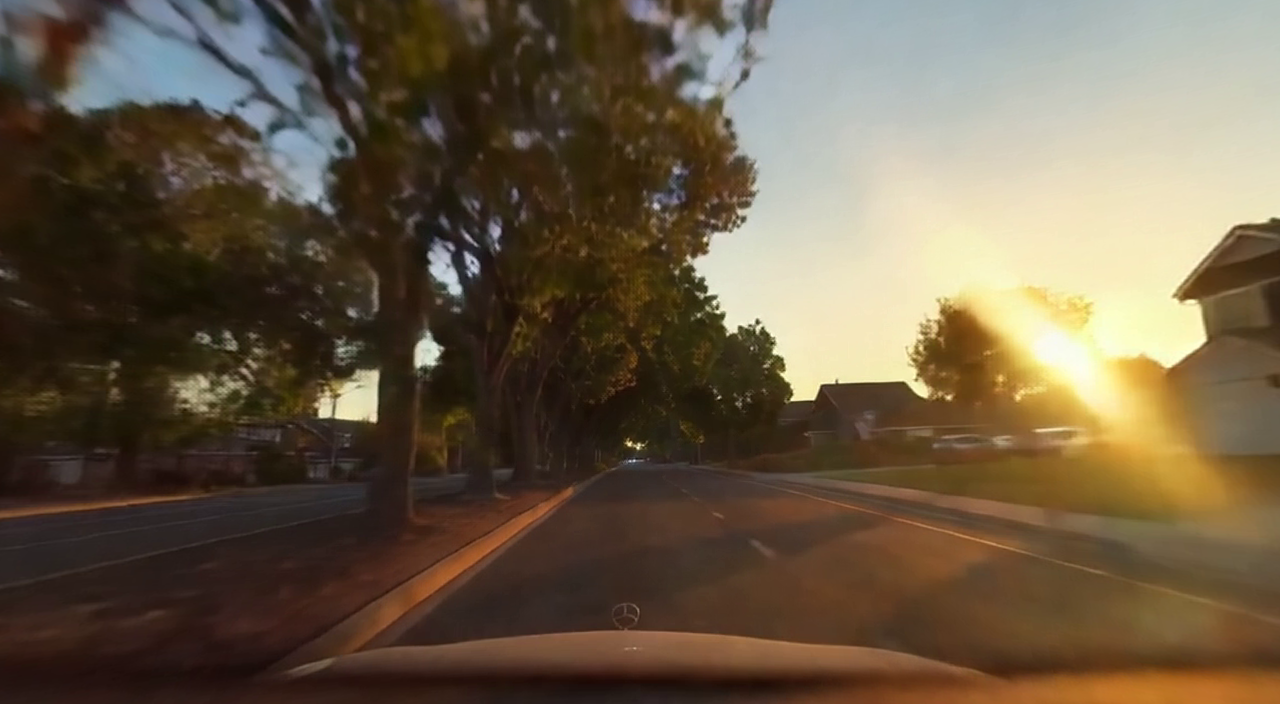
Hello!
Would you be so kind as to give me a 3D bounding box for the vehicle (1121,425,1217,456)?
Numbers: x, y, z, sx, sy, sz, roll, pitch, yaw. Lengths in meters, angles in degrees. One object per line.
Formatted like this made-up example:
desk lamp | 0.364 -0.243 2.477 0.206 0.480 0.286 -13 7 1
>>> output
vehicle | 32.322 5.500 38.817 2.031 1.648 4.246 0 -11 -3
